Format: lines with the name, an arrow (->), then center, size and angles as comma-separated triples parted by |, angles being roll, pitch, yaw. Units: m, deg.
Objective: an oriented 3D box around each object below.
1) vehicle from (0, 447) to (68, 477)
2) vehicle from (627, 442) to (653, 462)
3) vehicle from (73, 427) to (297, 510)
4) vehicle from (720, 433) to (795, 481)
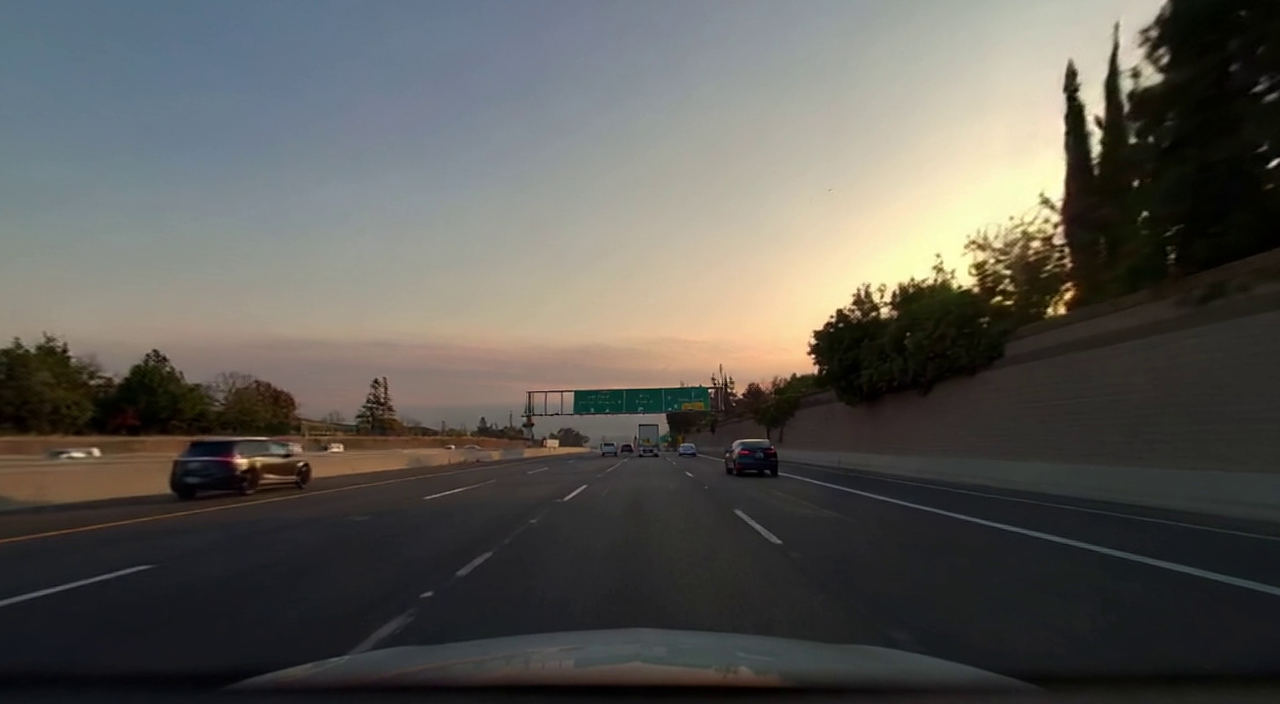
vehicle -> -32.152, 5.675, 32.551 | 1.632, 1.409, 3.426 | -1, -8, 2
vehicle -> -0.032, 7.772, 49.003 | 1.946, 1.493, 4.083 | 0, -8, -1
vehicle -> -10.896, 2.805, 15.628 | 1.998, 1.712, 4.671 | 0, -8, 1
vehicle -> 4.354, 3.962, 24.017 | 2.046, 1.655, 4.143 | 0, -8, 0
